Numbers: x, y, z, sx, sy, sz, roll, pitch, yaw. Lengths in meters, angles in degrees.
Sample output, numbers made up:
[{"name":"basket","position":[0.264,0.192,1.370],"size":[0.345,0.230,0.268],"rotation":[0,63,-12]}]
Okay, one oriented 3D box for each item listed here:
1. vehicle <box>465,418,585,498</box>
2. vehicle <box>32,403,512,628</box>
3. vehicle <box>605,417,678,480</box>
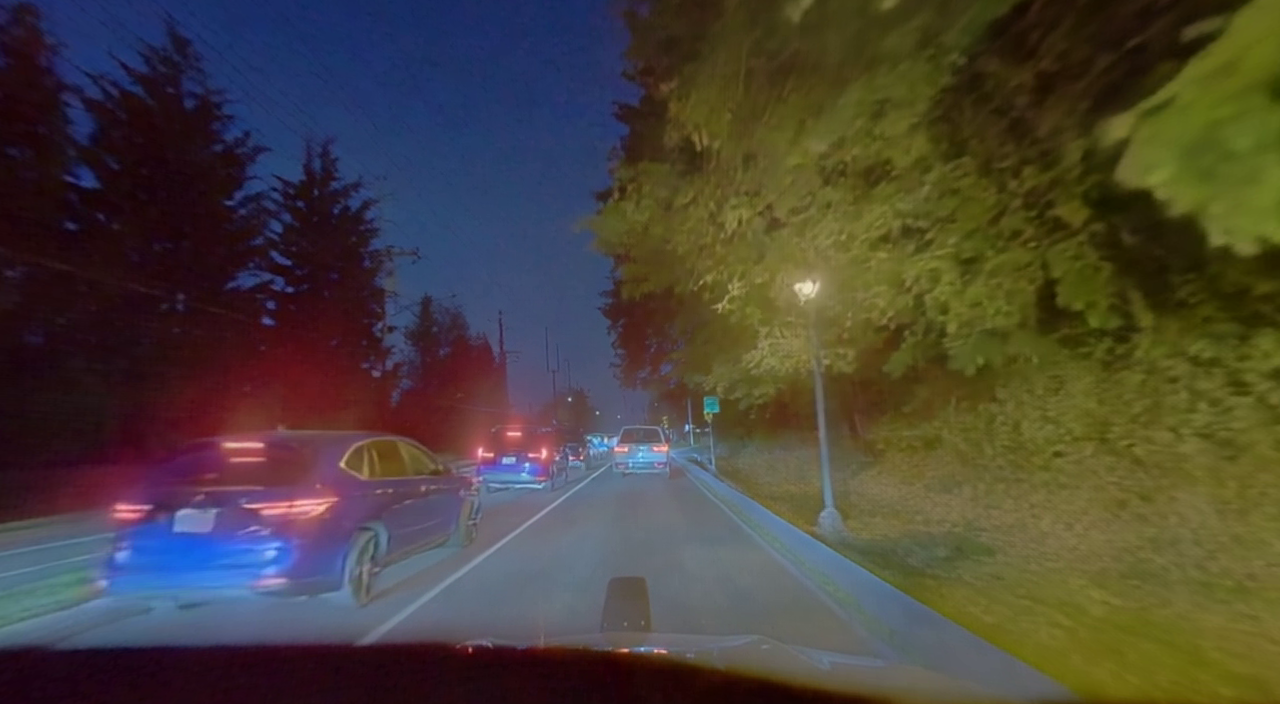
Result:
[{"name":"vehicle","position":[-2.797,2.734,16.578],"size":[2.062,1.796,4.657],"rotation":[-1,-8,3]},{"name":"vehicle","position":[-3.078,1.474,6.841],"size":[2.180,1.546,4.755],"rotation":[0,-8,2]},{"name":"vehicle","position":[0.136,3.279,21.537],"size":[2.241,1.912,4.095],"rotation":[-1,-8,3]}]
